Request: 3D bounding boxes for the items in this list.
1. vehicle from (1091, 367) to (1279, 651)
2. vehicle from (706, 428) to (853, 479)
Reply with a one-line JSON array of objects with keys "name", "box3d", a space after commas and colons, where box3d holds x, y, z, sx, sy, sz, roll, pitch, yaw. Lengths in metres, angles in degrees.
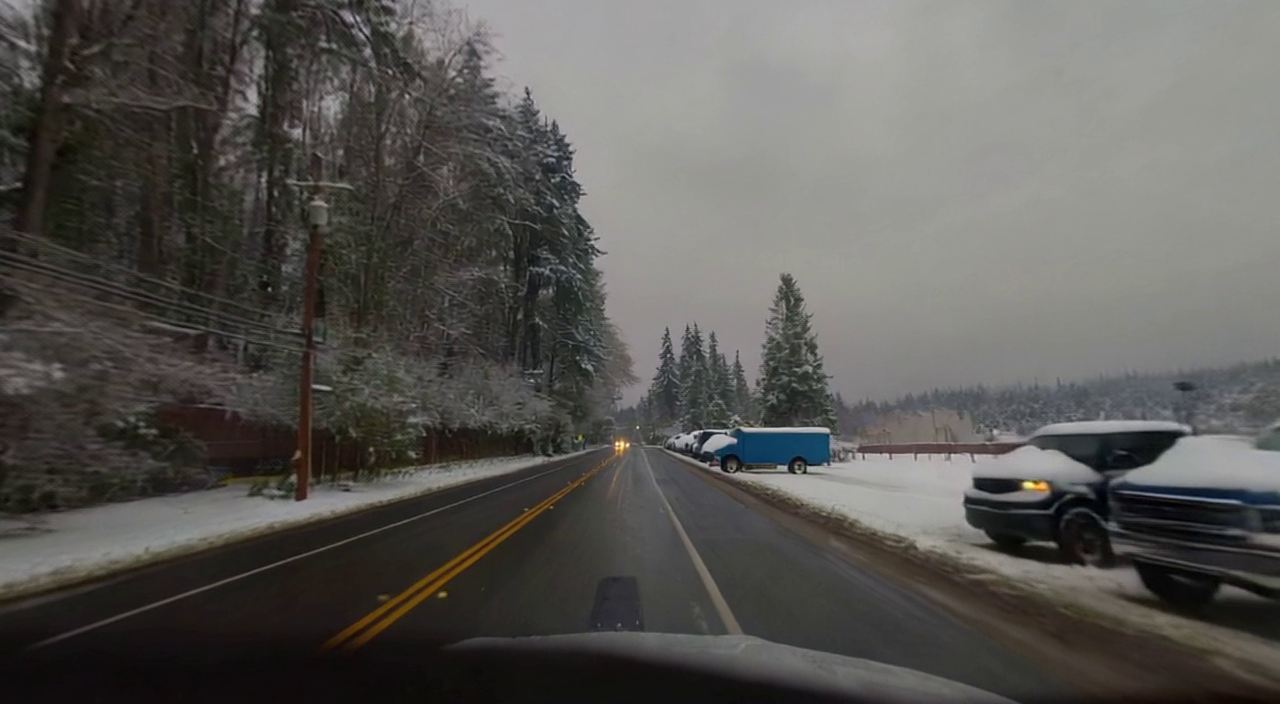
[{"name": "vehicle", "box3d": [6.712, 1.130, 4.824, 4.937, 1.879, 2.156, 0, -8, -4]}, {"name": "vehicle", "box3d": [5.944, 4.419, 27.682, 5.797, 2.070, 2.502, 0, -8, -1]}]
